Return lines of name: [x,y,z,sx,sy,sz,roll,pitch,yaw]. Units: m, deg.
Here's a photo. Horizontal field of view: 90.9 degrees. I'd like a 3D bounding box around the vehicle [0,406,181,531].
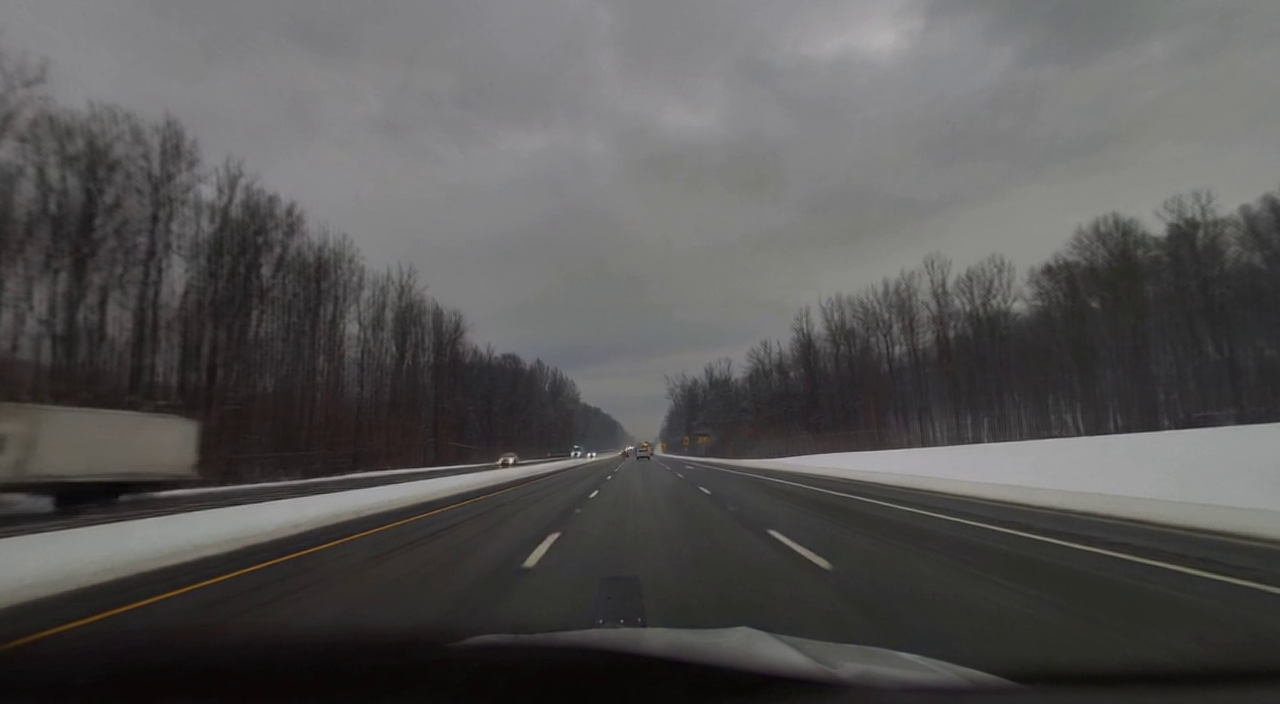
vehicle: [-17.034,3.197,17.828,2.536,3.058,7.355,0,-8,0]
